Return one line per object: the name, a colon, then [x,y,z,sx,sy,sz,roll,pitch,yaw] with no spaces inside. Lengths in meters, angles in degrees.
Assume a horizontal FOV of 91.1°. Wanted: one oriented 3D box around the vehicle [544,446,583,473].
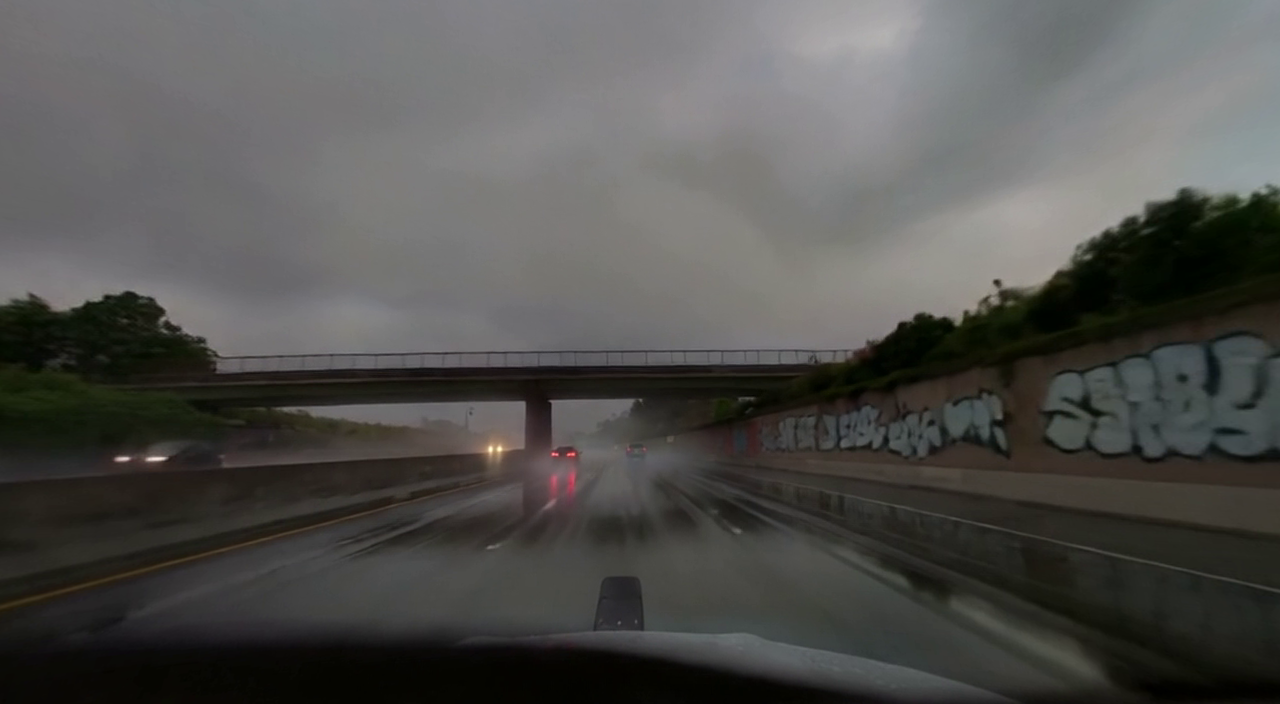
vehicle: [-4.365,6.186,36.245,1.871,1.459,3.771,0,-9,-1]
